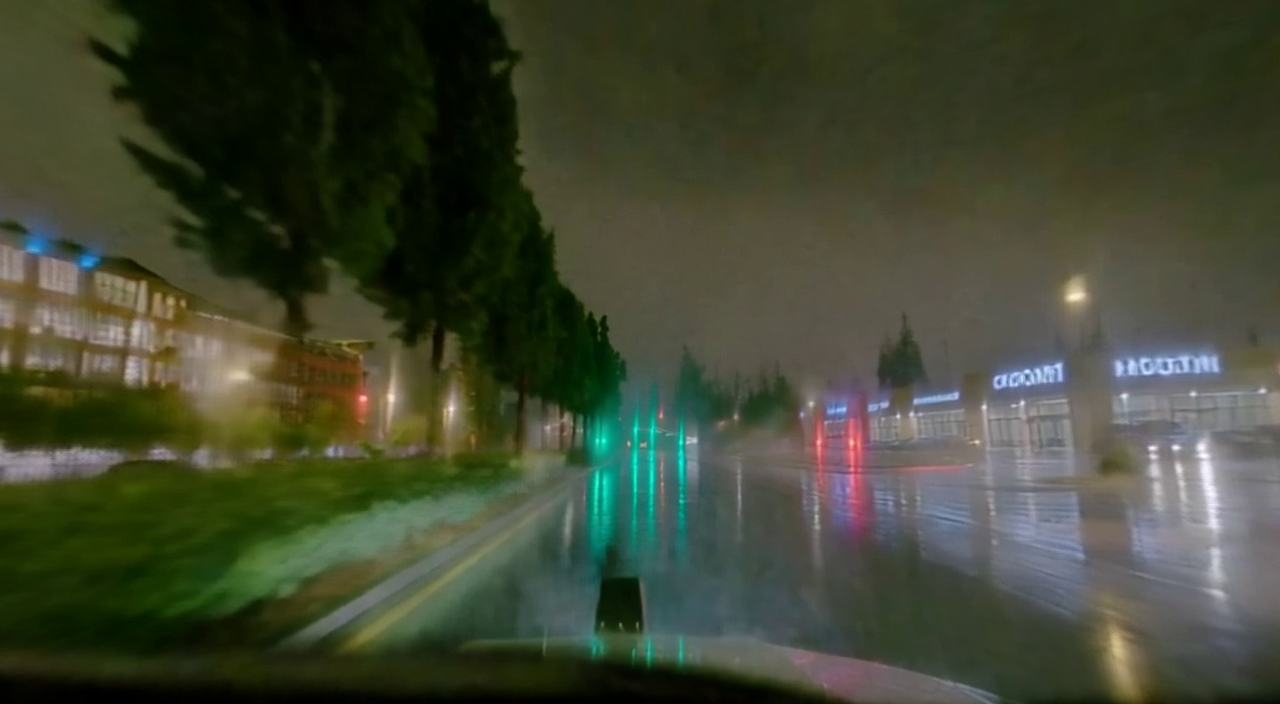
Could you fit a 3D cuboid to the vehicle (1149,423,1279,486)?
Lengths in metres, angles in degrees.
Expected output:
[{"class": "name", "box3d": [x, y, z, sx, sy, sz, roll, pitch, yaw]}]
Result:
[{"class": "vehicle", "box3d": [19.199, 3.090, 19.358, 2.179, 1.767, 5.837, -2, -8, 0]}]

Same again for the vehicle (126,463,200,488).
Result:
[{"class": "vehicle", "box3d": [-30.646, 7.948, 40.509, 3.440, 1.394, 1.613, -1, -7, -1]}]

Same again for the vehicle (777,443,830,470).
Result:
[{"class": "vehicle", "box3d": [10.079, 6.452, 39.130, 2.013, 1.551, 4.460, 0, -8, -1]}]
